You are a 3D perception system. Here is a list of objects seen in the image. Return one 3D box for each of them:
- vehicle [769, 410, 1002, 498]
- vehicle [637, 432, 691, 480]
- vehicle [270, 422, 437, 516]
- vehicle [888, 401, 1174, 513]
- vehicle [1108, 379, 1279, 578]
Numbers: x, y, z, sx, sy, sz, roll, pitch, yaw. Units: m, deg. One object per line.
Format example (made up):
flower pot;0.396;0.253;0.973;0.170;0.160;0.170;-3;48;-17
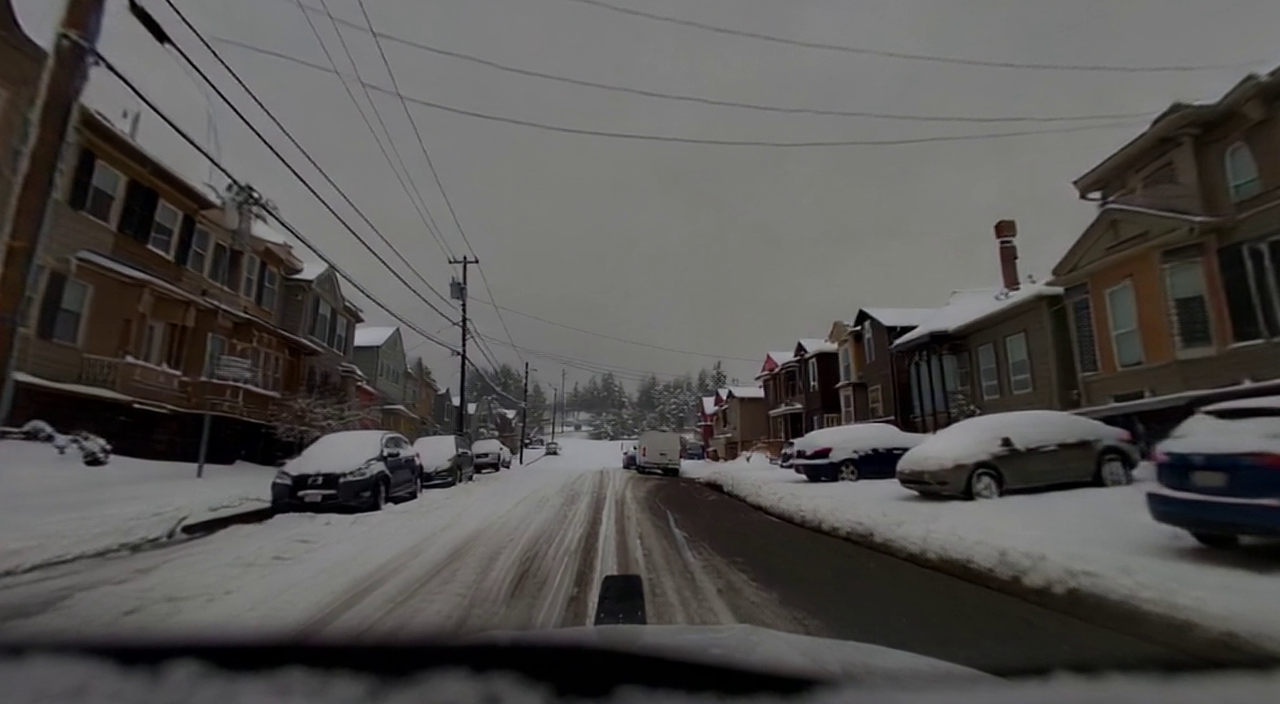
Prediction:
vehicle;6.781;2.856;17.887;5.615;1.787;2.014;-5;-8;-3
vehicle;1.179;5.385;32.948;2.343;2.229;4.199;3;-9;-3
vehicle;-5.795;2.354;13.386;1.967;1.656;3.924;1;-7;-5
vehicle;7.542;2.038;12.494;4.315;1.736;1.950;-3;-8;-6
vehicle;7.722;1.170;6.350;4.316;1.730;2.166;-1;-8;-5
